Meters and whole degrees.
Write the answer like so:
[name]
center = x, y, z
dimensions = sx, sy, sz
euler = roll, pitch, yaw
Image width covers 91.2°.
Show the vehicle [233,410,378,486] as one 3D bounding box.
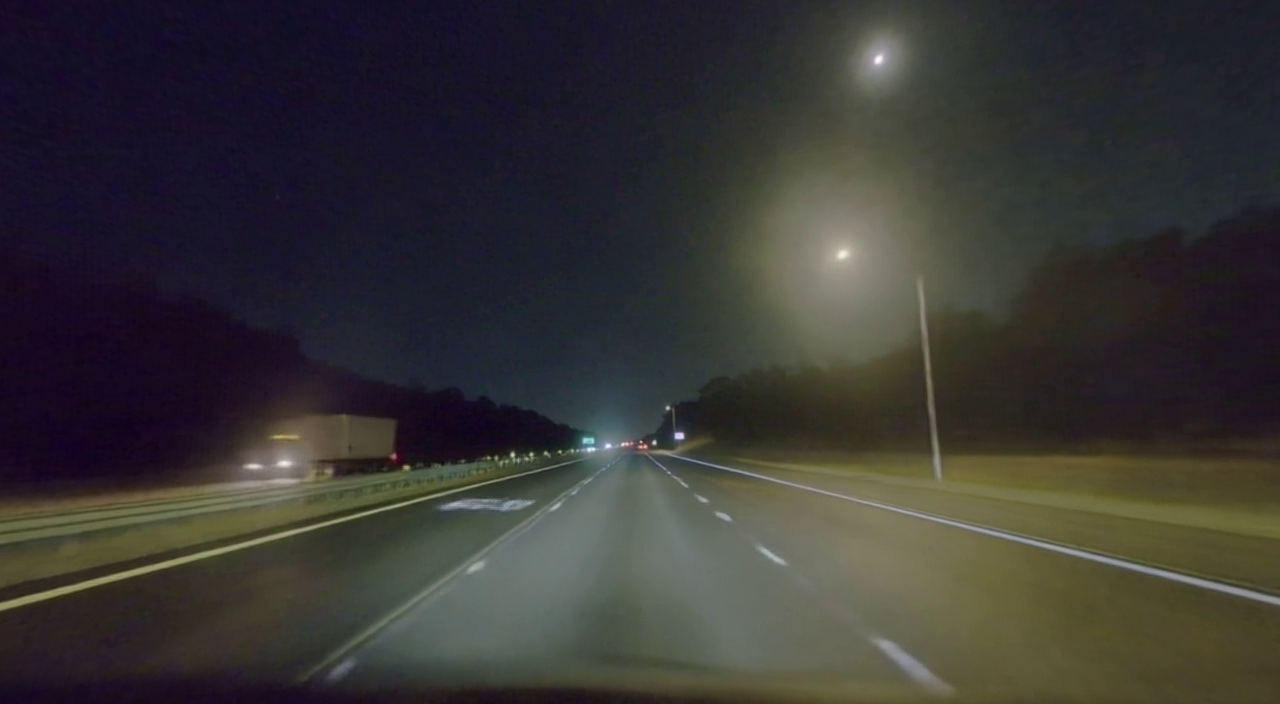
[vehicle]
center = -20.424, 6.034, 39.525
dimensions = 3.062, 4.064, 11.124
euler = 0, -9, -1
